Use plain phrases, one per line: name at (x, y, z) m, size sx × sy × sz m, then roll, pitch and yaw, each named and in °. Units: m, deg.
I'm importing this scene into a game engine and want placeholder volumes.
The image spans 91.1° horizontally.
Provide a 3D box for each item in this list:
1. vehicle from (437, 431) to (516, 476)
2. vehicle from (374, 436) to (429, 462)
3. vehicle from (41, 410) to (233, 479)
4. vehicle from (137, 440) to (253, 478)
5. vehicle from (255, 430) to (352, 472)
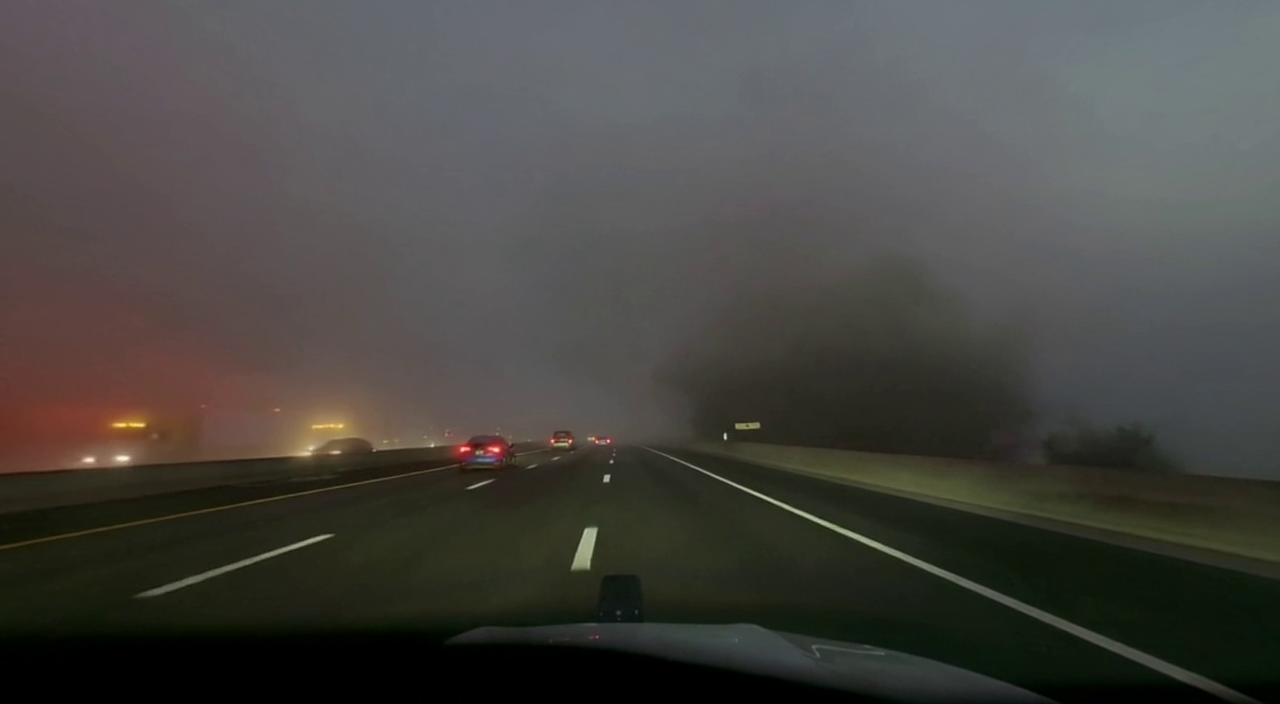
vehicle at (-6.182, 3.874, 24.338) m, size 1.953 × 1.550 × 4.167 m, roll 0°, pitch -8°, yaw 0°
vehicle at (-14.528, 5.904, 38.475) m, size 1.944 × 1.476 × 3.686 m, roll 0°, pitch -8°, yaw 0°
vehicle at (-22.570, 4.209, 28.901) m, size 3.016 × 2.733 × 7.070 m, roll 0°, pitch -8°, yaw -1°
vehicle at (-18.795, 4.513, 26.836) m, size 1.858 × 1.457 × 4.357 m, roll 0°, pitch -8°, yaw -1°
vehicle at (-14.487, 4.268, 27.358) m, size 2.048 × 1.676 × 3.910 m, roll 0°, pitch -8°, yaw -1°
